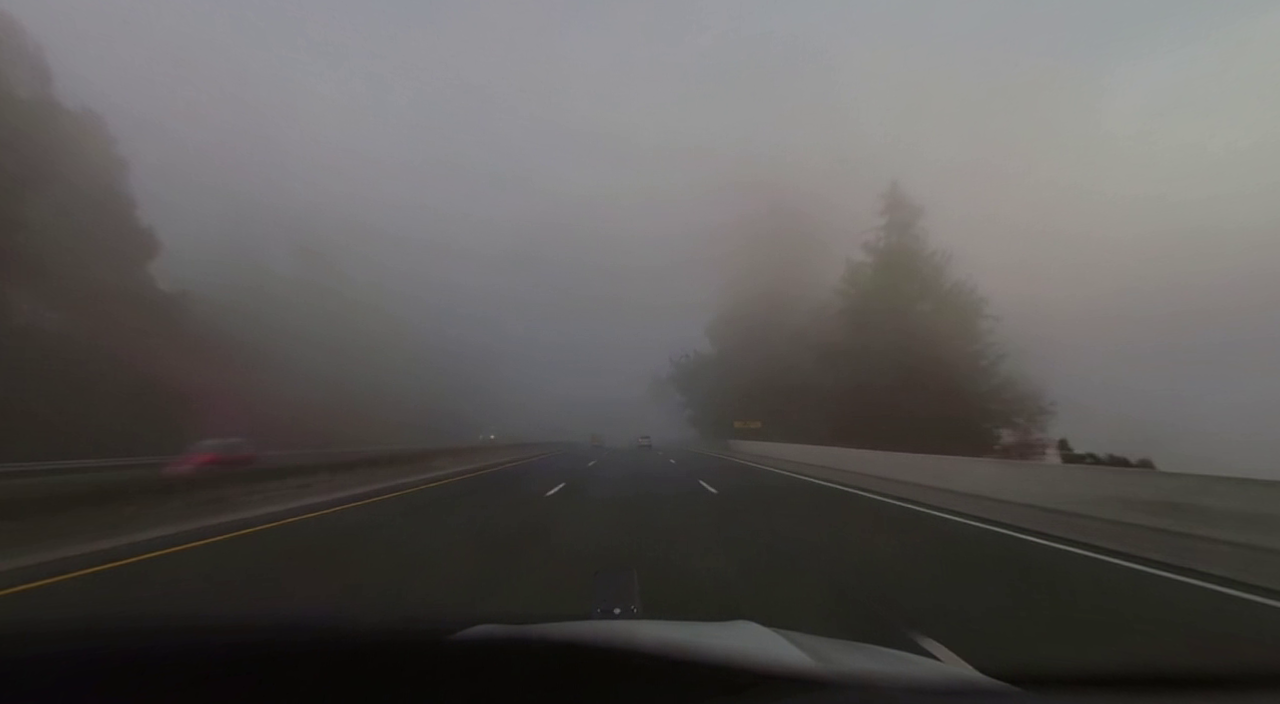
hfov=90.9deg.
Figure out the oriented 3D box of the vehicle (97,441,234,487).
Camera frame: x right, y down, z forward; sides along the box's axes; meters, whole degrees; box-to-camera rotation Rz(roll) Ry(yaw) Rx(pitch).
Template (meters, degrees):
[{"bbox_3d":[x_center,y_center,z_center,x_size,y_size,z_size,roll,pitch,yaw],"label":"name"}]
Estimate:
[{"bbox_3d":[-16.395,3.858,22.072,1.744,1.433,3.967,0,-8,-1],"label":"vehicle"}]
